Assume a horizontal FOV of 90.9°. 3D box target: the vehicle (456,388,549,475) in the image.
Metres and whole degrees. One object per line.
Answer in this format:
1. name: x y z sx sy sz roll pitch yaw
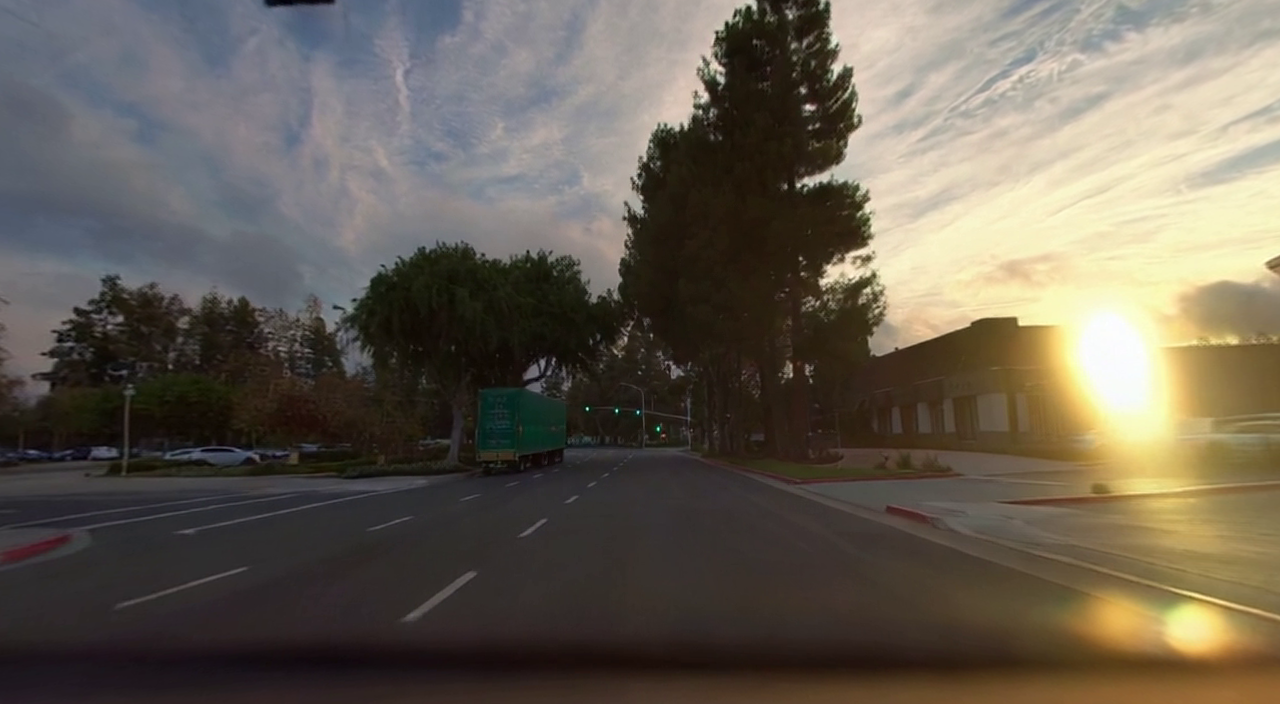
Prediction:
1. vehicle: -6.995 4.304 33.595 3.053 4.058 8.110 0 -8 0
